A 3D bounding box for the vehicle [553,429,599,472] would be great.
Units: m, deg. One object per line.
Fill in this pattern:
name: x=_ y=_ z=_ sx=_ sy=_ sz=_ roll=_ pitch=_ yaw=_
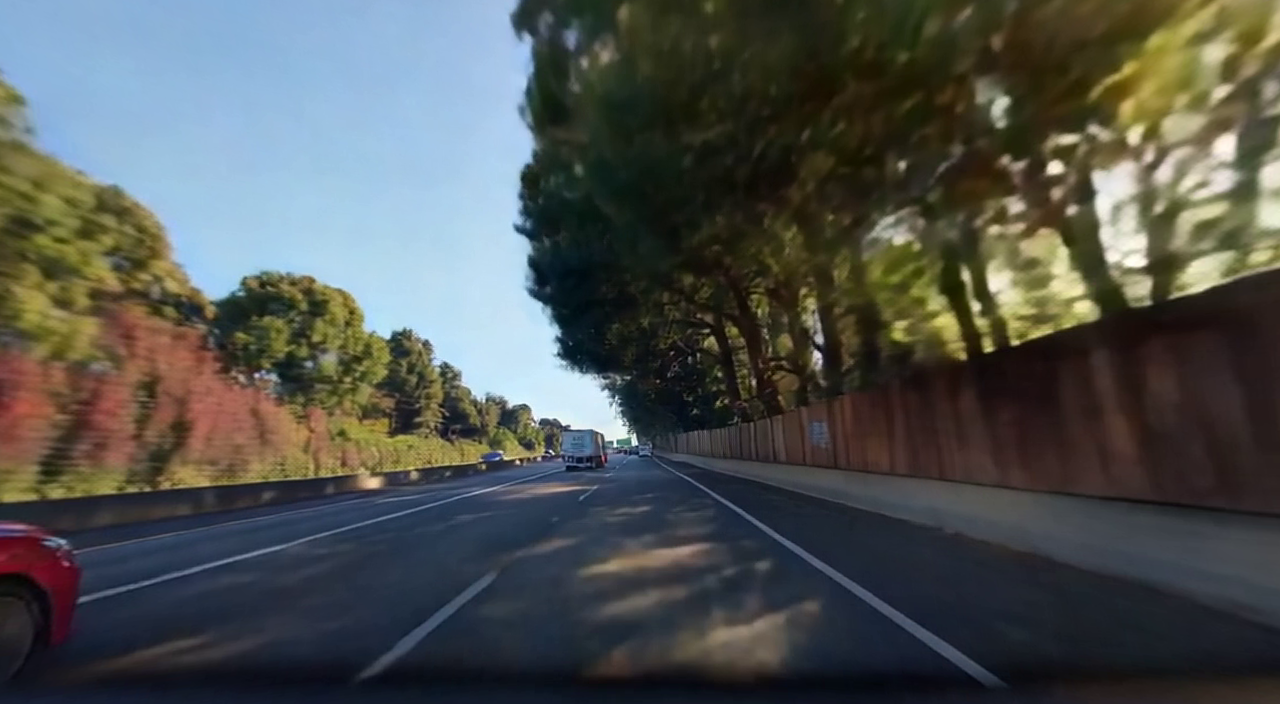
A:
vehicle: x=-3.950 y=6.232 z=39.853 sx=2.305 sy=2.517 sz=5.486 roll=0 pitch=-9 yaw=0
